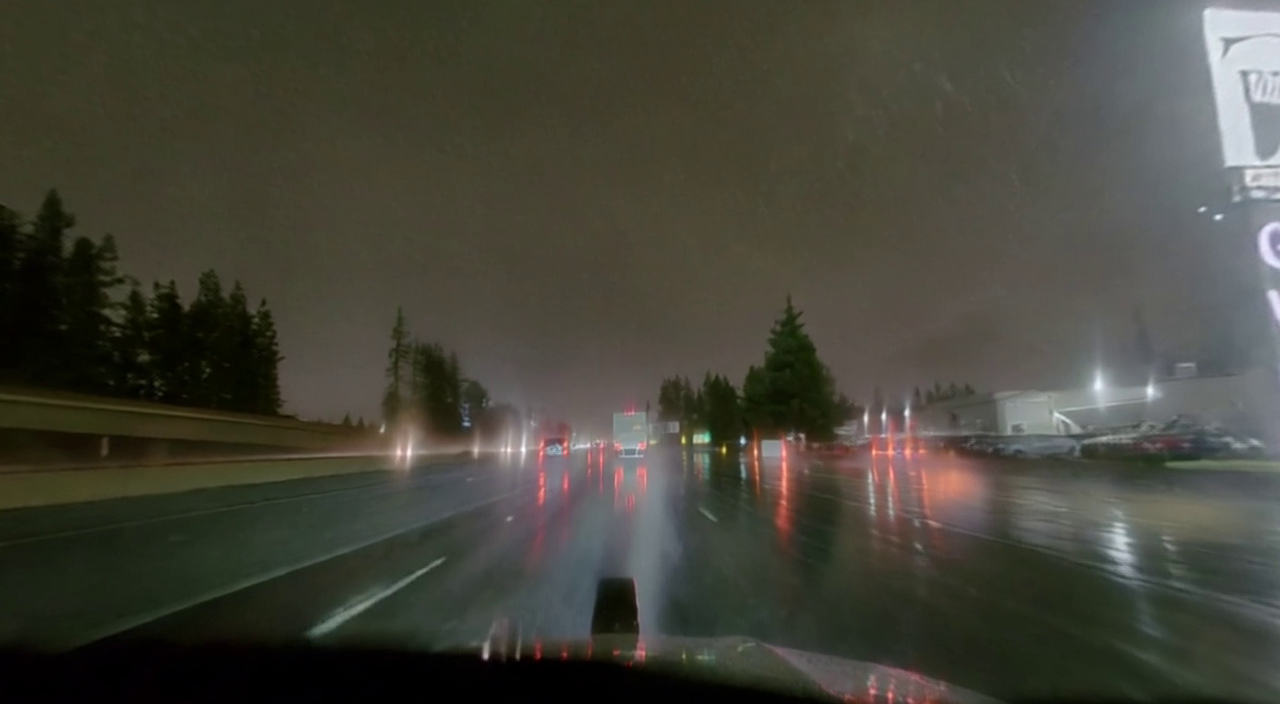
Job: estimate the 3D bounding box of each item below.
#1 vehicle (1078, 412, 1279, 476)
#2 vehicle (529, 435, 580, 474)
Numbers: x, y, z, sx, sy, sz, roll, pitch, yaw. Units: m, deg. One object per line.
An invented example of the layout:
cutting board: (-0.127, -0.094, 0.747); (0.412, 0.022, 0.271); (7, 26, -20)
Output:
vehicle: (37.181, 6.403, 44.270); (2.828, 3.959, 9.966); (4, -9, -33)
vehicle: (-4.564, 5.558, 34.411); (2.095, 1.930, 4.680); (0, -8, 0)
